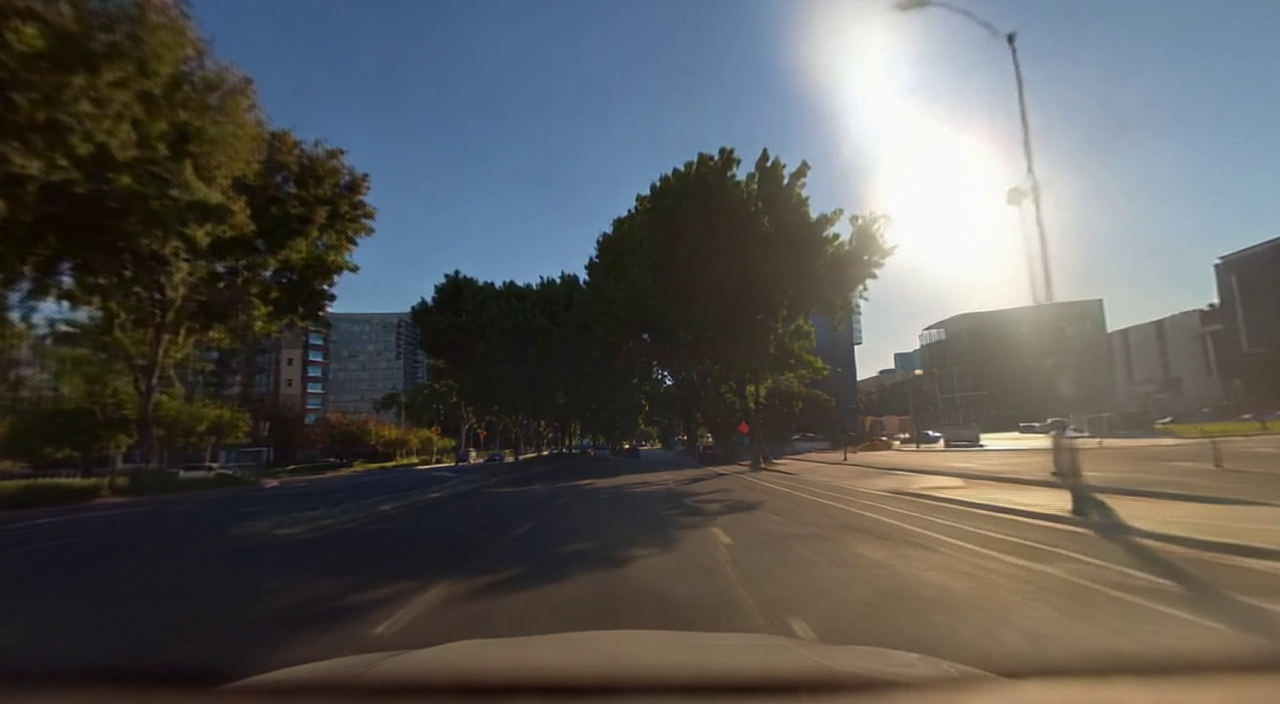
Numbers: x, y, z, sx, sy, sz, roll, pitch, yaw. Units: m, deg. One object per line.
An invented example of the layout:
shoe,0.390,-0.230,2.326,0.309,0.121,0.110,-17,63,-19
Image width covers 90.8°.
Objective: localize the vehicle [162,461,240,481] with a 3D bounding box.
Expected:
vehicle,-32.570,8.810,46.960,4.359,1.405,1.831,0,-8,-1
